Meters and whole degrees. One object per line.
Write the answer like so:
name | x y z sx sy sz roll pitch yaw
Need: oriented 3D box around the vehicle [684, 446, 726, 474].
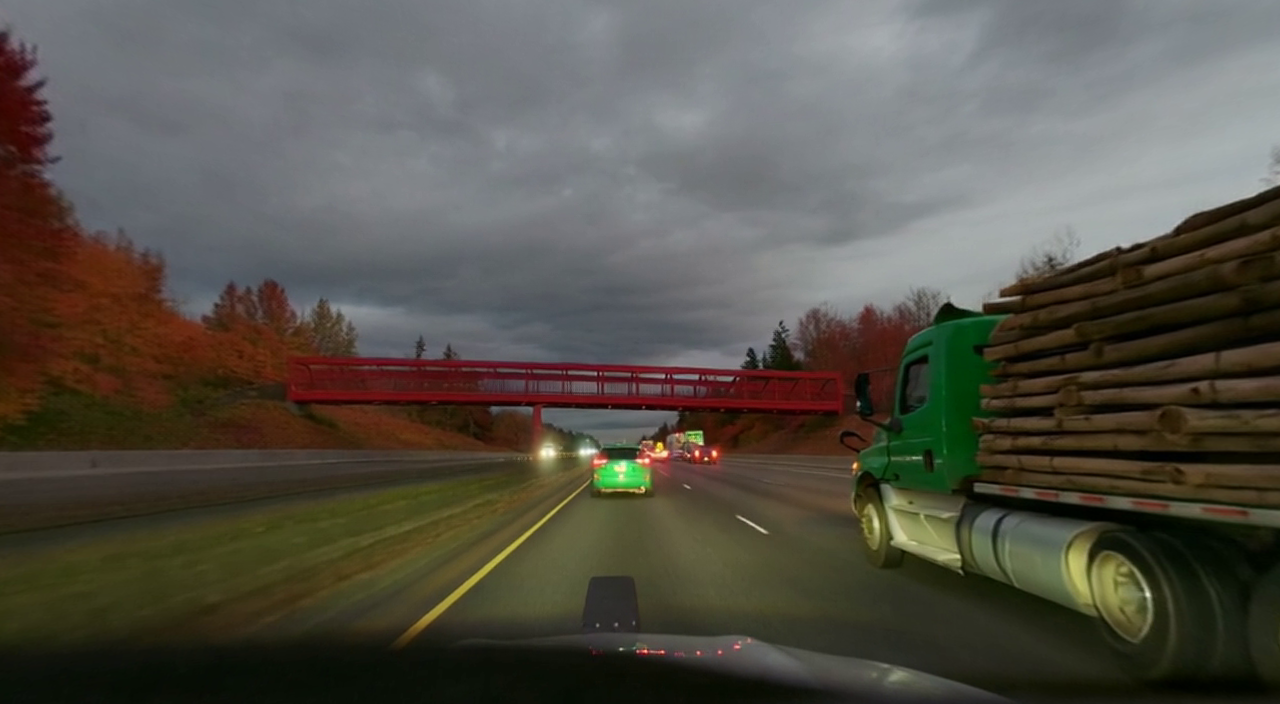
vehicle | 3.705 6.231 36.424 1.894 1.487 3.751 0 -9 -2

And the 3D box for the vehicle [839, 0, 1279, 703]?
vehicle | 4.197 -0.094 3.672 2.992 3.920 8.831 0 -9 -1

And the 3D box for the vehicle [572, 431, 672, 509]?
vehicle | -0.424 2.970 16.168 2.259 1.699 4.015 0 -9 0
